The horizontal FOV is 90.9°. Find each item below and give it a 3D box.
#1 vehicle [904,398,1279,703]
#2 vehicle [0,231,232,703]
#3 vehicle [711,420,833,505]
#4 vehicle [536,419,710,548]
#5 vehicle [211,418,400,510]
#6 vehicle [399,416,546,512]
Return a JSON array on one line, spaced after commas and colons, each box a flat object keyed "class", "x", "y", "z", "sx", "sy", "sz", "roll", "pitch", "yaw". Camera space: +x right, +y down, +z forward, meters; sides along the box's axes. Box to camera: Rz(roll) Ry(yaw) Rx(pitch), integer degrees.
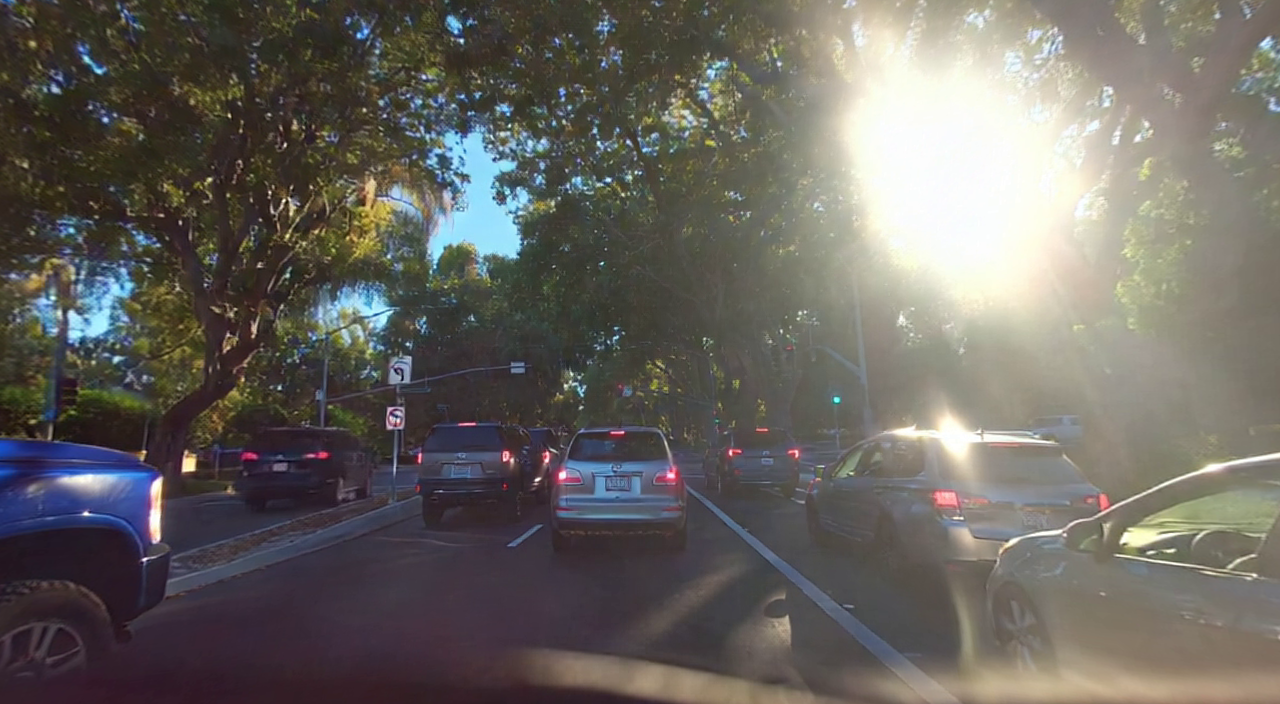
[{"class": "vehicle", "x": 3.009, "y": 0.962, "z": 2.516, "sx": 1.874, "sy": 1.477, "sz": 4.698, "roll": 0, "pitch": -8, "yaw": 0}, {"class": "vehicle", "x": -3.484, "y": 0.354, "z": 0.317, "sx": 2.656, "sy": 2.021, "sz": 5.800, "roll": 0, "pitch": -8, "yaw": 0}, {"class": "vehicle", "x": 3.135, "y": 2.764, "z": 16.124, "sx": 2.102, "sy": 1.841, "sz": 4.587, "roll": 0, "pitch": -8, "yaw": 0}, {"class": "vehicle", "x": -0.221, "y": 1.935, "z": 9.871, "sx": 2.194, "sy": 1.607, "sz": 3.690, "roll": 0, "pitch": -8, "yaw": 0}, {"class": "vehicle", "x": -7.456, "y": 2.543, "z": 14.769, "sx": 2.088, "sy": 1.787, "sz": 4.728, "roll": 0, "pitch": -8, "yaw": -4}, {"class": "vehicle", "x": -3.629, "y": 2.525, "z": 14.642, "sx": 2.089, "sy": 1.857, "sz": 4.488, "roll": 0, "pitch": -8, "yaw": 1}]
